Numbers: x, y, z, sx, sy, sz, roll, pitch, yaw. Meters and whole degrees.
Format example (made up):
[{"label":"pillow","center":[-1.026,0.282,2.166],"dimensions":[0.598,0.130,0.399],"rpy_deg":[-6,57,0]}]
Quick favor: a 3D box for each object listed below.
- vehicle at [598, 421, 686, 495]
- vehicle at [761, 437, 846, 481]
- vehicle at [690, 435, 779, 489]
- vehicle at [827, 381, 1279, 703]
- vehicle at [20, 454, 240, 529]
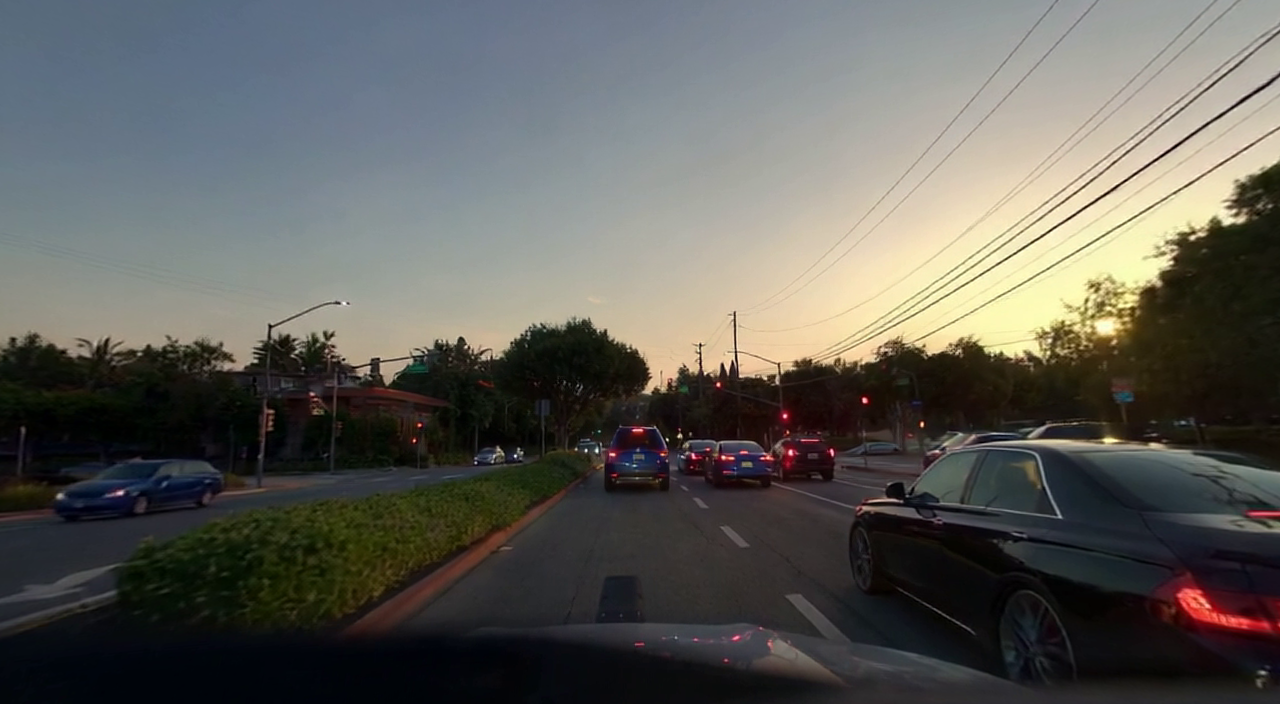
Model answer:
[{"label":"vehicle","center":[0.029,3.054,18.559],"dimensions":[2.236,1.856,4.816],"rpy_deg":[0,-9,0]},{"label":"vehicle","center":[5.902,3.918,23.391],"dimensions":[1.926,1.472,4.449],"rpy_deg":[0,-9,-1]},{"label":"vehicle","center":[2.800,3.398,19.803],"dimensions":[2.025,1.477,4.333],"rpy_deg":[0,-9,-1]},{"label":"vehicle","center":[2.756,1.084,3.572],"dimensions":[2.004,1.460,4.297],"rpy_deg":[0,-9,-1]},{"label":"vehicle","center":[-12.175,3.310,15.595],"dimensions":[1.952,1.475,4.442],"rpy_deg":[0,-9,-4]}]
